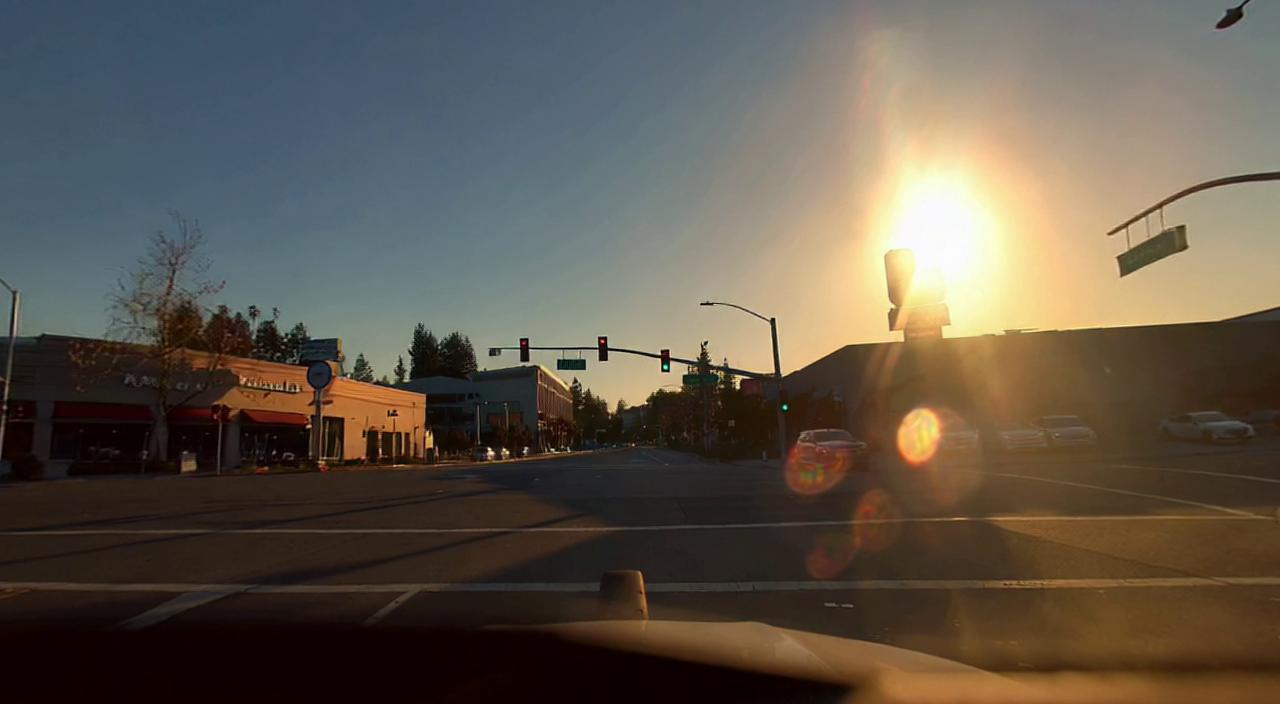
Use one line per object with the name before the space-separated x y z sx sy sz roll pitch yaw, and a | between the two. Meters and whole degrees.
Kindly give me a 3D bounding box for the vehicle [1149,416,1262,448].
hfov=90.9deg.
vehicle | 28.270 4.070 31.714 1.799 1.459 4.266 -1 -8 3
